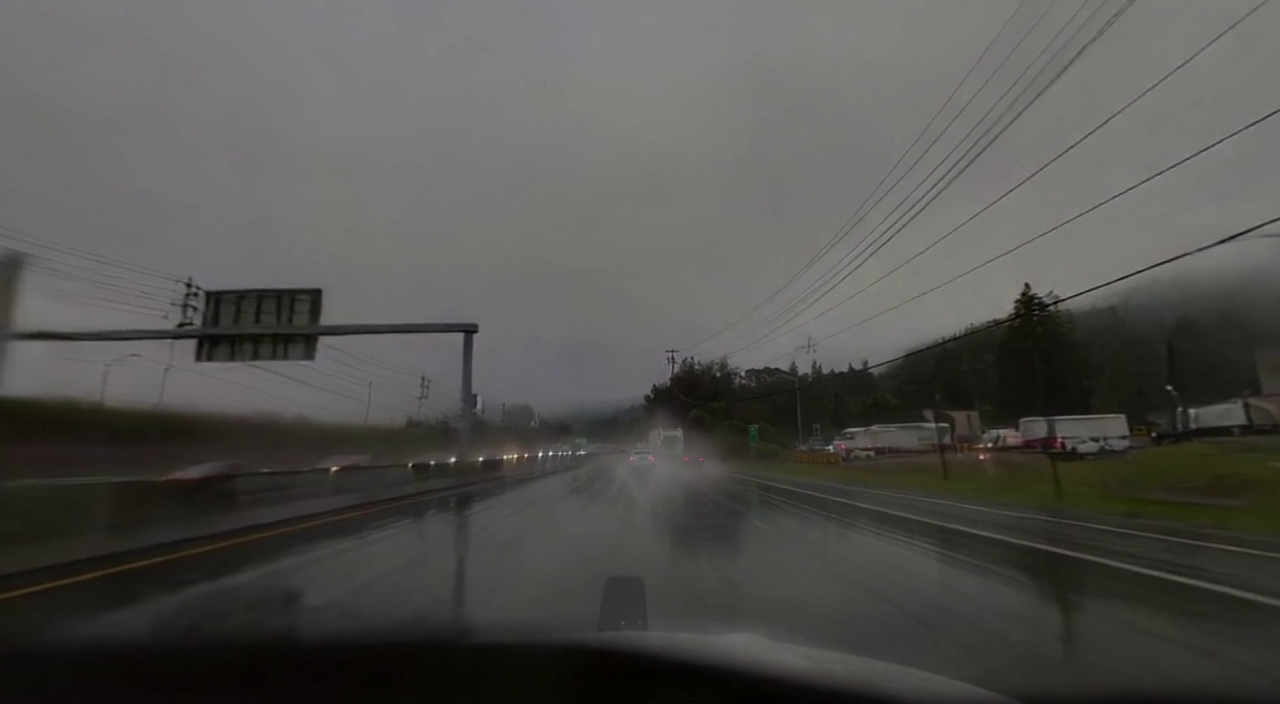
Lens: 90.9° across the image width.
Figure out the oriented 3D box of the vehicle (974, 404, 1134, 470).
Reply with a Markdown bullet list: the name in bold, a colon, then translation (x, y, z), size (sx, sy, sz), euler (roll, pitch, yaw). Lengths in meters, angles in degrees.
- **vehicle**: translation (31.801, 6.853, 49.779), size (3.055, 4.465, 14.288), euler (0, -9, 1)

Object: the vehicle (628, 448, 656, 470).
- **vehicle**: translation (0.137, 8.216, 48.666), size (2.111, 1.599, 3.859), euler (0, -9, 0)
